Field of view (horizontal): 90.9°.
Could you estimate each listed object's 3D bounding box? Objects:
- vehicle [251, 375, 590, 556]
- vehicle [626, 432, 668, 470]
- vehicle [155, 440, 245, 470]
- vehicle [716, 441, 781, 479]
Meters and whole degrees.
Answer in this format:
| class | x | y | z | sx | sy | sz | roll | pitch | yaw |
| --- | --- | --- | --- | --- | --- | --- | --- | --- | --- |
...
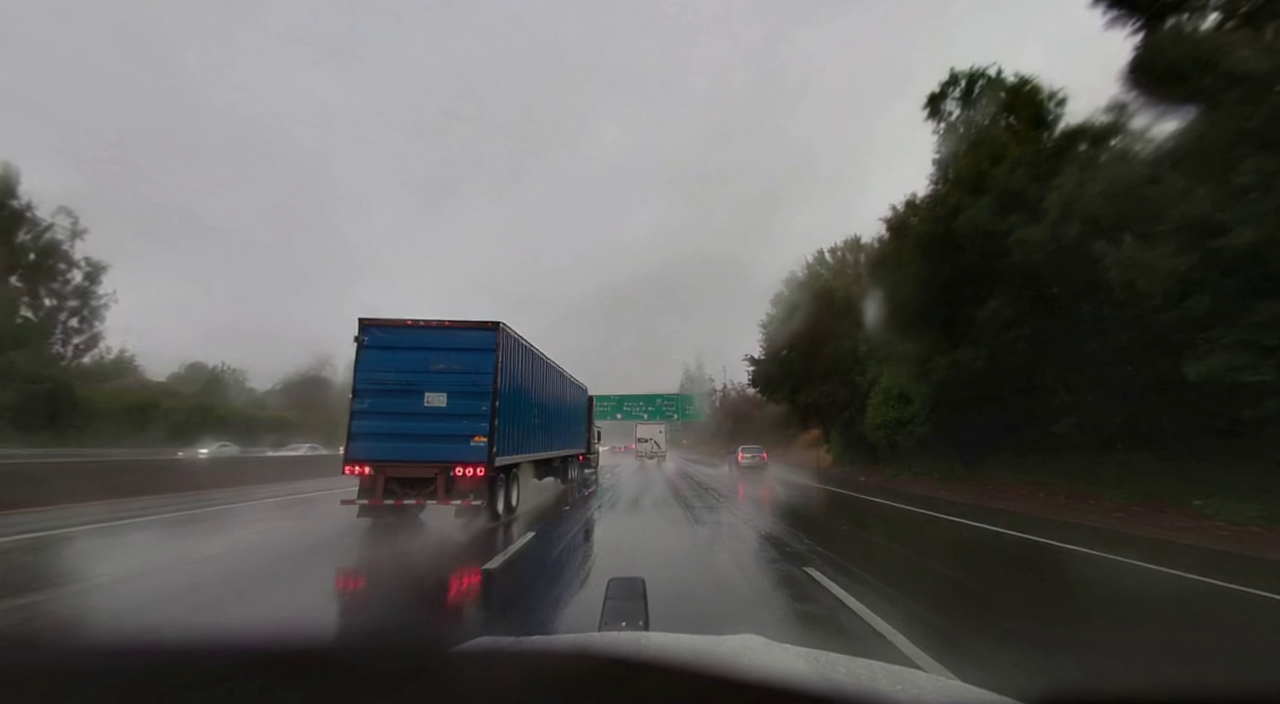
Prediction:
| class | x | y | z | sx | sy | sz | roll | pitch | yaw |
| --- | --- | --- | --- | --- | --- | --- | --- | --- | --- |
| vehicle | -3.547 | 2.735 | 16.642 | 2.854 | 2.379 | 16.653 | 0 | -9 | 1 |
| vehicle | 0.446 | 5.791 | 37.001 | 2.309 | 2.023 | 5.130 | 0 | -8 | 1 |
| vehicle | -24.265 | 5.703 | 35.009 | 1.845 | 1.521 | 4.273 | 0 | -8 | 1 |
| vehicle | 4.557 | 4.589 | 27.143 | 1.993 | 1.474 | 4.230 | 0 | -8 | -1 |
